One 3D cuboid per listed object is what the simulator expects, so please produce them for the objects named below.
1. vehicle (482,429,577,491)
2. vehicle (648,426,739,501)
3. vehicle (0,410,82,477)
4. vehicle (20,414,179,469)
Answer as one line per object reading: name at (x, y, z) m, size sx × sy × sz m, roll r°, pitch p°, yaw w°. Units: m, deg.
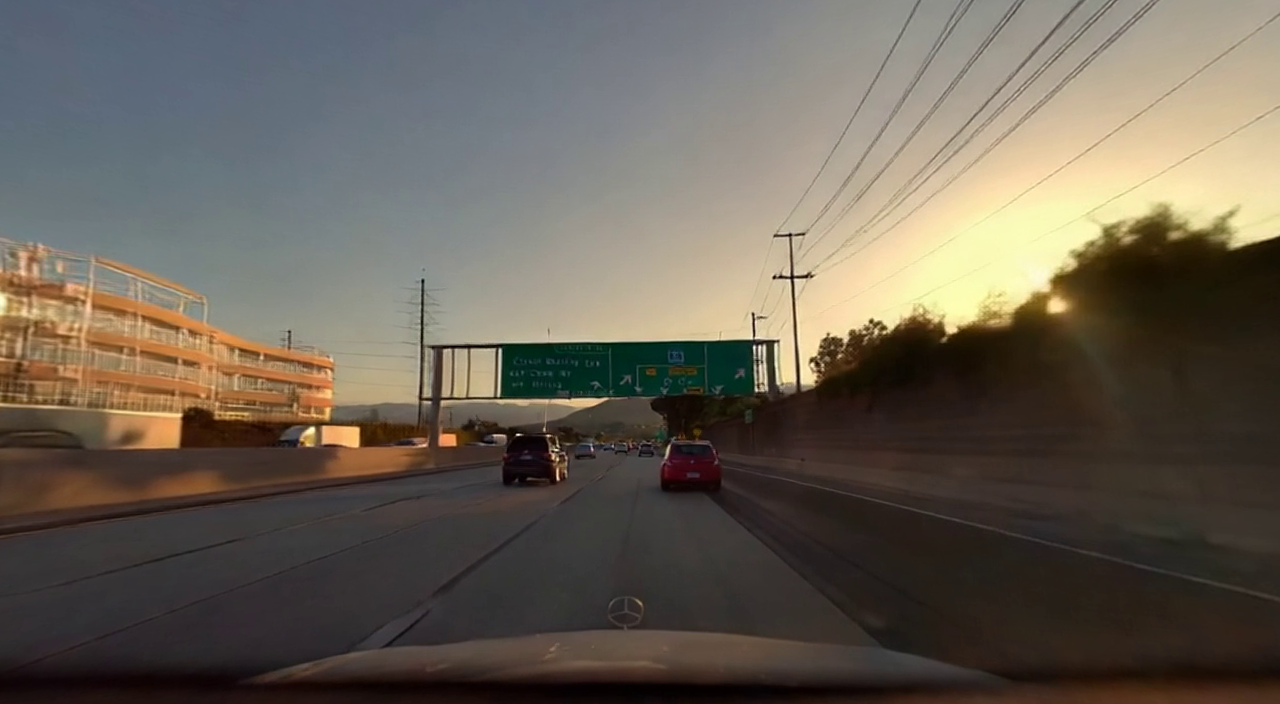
vehicle at (-3.385, 3.416, 20.264) m, size 2.125 × 1.764 × 4.393 m, roll 0°, pitch -9°, yaw 1°
vehicle at (1.306, 2.934, 16.918) m, size 2.134 × 1.733 × 4.049 m, roll 0°, pitch -9°, yaw 2°
vehicle at (-31.790, 4.653, 32.074) m, size 2.867 × 3.154 × 4.023 m, roll 0°, pitch -9°, yaw -1°
vehicle at (-31.786, 5.376, 37.642) m, size 2.911 × 2.955 × 7.369 m, roll 0°, pitch -9°, yaw 0°
